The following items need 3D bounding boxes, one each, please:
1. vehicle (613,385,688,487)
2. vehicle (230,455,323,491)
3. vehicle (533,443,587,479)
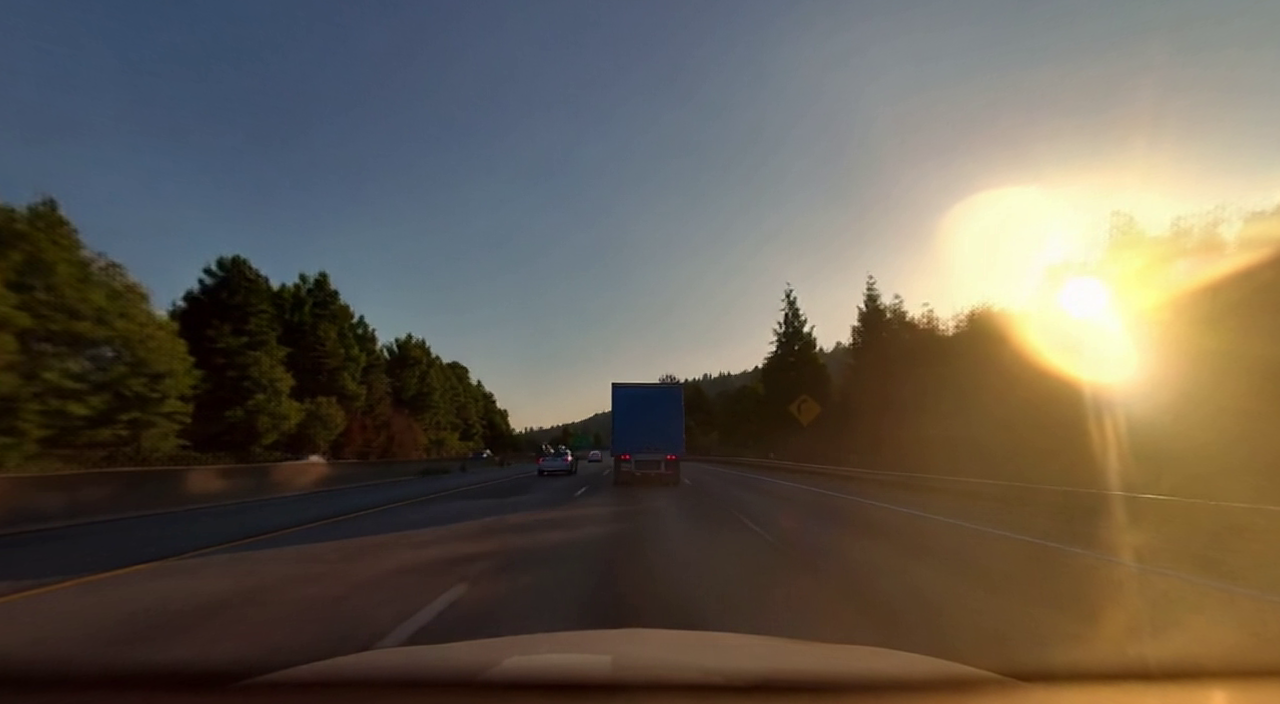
[{"bbox_3d":[0.470,3.870,28.380,2.821,3.878,8.925,0,-9,1],"label":"vehicle"},{"bbox_3d":[-16.230,5.398,28.351,1.779,1.438,3.897,0,-9,1],"label":"vehicle"},{"bbox_3d":[-3.880,5.386,31.409,2.018,1.632,4.722,0,-9,1],"label":"vehicle"}]
